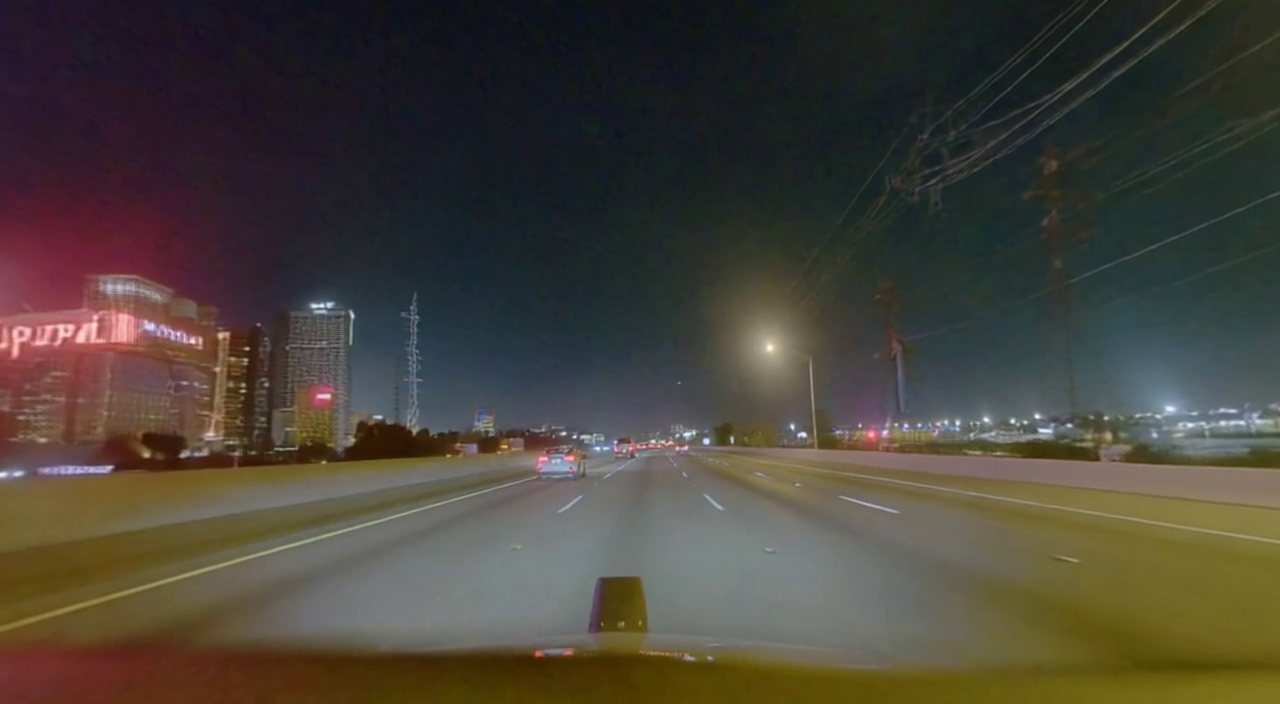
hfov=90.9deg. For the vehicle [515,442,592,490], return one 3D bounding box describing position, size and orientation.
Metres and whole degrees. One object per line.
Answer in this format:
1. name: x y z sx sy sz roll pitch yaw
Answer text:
1. vehicle: -2.797 3.776 21.227 1.891 1.444 3.968 -1 -8 2
